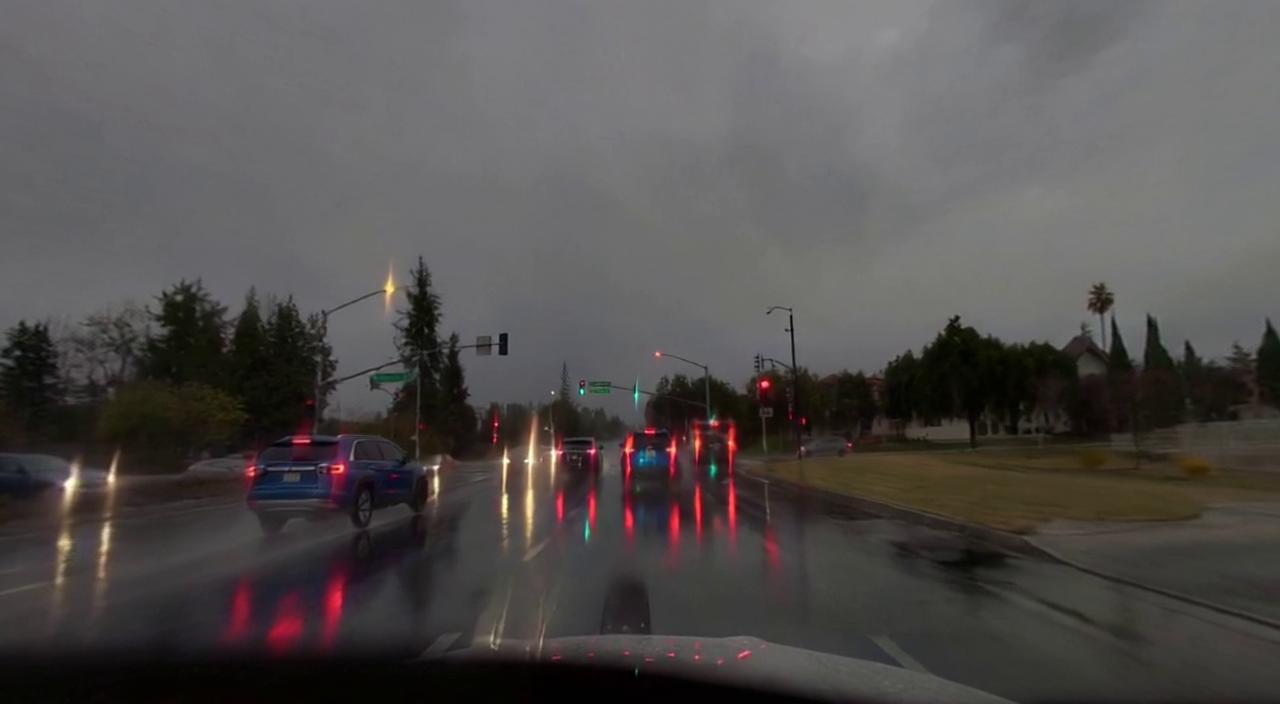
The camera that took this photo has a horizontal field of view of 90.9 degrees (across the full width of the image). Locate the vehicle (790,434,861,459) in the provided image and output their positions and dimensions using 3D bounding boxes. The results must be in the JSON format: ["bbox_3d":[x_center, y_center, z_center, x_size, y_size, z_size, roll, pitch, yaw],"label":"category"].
[{"bbox_3d":[14.634,7.467,49.952,4.983,1.560,1.841,-4,-8,0],"label":"vehicle"}]

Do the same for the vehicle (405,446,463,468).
[{"bbox_3d":[-15.167,7.672,46.249,4.460,1.517,1.860,-6,-12,39],"label":"vehicle"}]

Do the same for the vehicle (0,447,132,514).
[{"bbox_3d":[-18.685,3.853,19.144,4.571,1.857,2.172,0,-9,1],"label":"vehicle"}]

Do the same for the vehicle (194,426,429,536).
[{"bbox_3d":[-5.853,2.345,12.055,2.052,1.664,4.476,0,-9,0],"label":"vehicle"}]

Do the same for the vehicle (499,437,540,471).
[{"bbox_3d":[-6.812,5.693,35.274,2.108,1.689,4.316,1,-9,-13],"label":"vehicle"}]

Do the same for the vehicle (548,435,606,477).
[{"bbox_3d":[-2.638,4.491,27.489,2.058,1.659,4.514,0,-9,0],"label":"vehicle"}]

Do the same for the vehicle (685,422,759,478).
[{"bbox_3d":[3.281,4.137,26.636,2.338,2.063,5.672,0,-9,0],"label":"vehicle"}]

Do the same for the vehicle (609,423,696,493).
[{"bbox_3d":[0.320,3.054,18.320,2.235,1.778,4.178,0,-9,0],"label":"vehicle"}]
